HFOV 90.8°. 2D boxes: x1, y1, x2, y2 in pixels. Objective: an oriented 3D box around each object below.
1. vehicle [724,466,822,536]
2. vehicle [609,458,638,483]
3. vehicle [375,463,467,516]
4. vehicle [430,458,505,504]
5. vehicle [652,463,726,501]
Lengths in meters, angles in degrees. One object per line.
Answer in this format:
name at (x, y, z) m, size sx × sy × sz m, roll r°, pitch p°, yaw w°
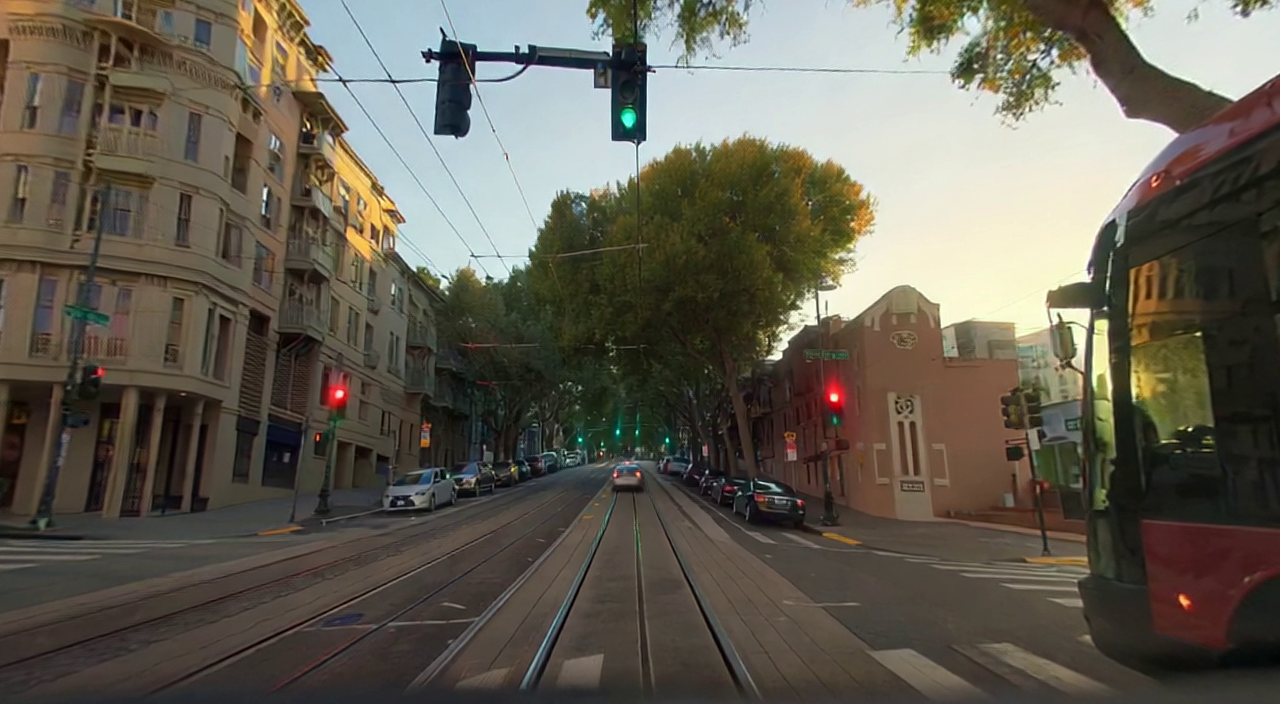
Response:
vehicle at (3.848, 4.389, 19.107) m, size 1.929 × 1.723 × 4.134 m, roll 0°, pitch -8°, yaw -2°
vehicle at (-1.111, 8.281, 44.312) m, size 1.966 × 1.600 × 3.494 m, roll 0°, pitch -8°, yaw 0°
vehicle at (-7.442, 4.807, 21.909) m, size 1.779 × 1.588 × 3.953 m, roll 2°, pitch -14°, yaw -1°
vehicle at (-7.418, 5.579, 27.668) m, size 1.861 × 1.751 × 4.550 m, roll 1°, pitch -10°, yaw 2°
vehicle at (2.344, 6.325, 31.024) m, size 1.984 × 1.571 × 3.404 m, roll 5°, pitch -10°, yaw -33°
